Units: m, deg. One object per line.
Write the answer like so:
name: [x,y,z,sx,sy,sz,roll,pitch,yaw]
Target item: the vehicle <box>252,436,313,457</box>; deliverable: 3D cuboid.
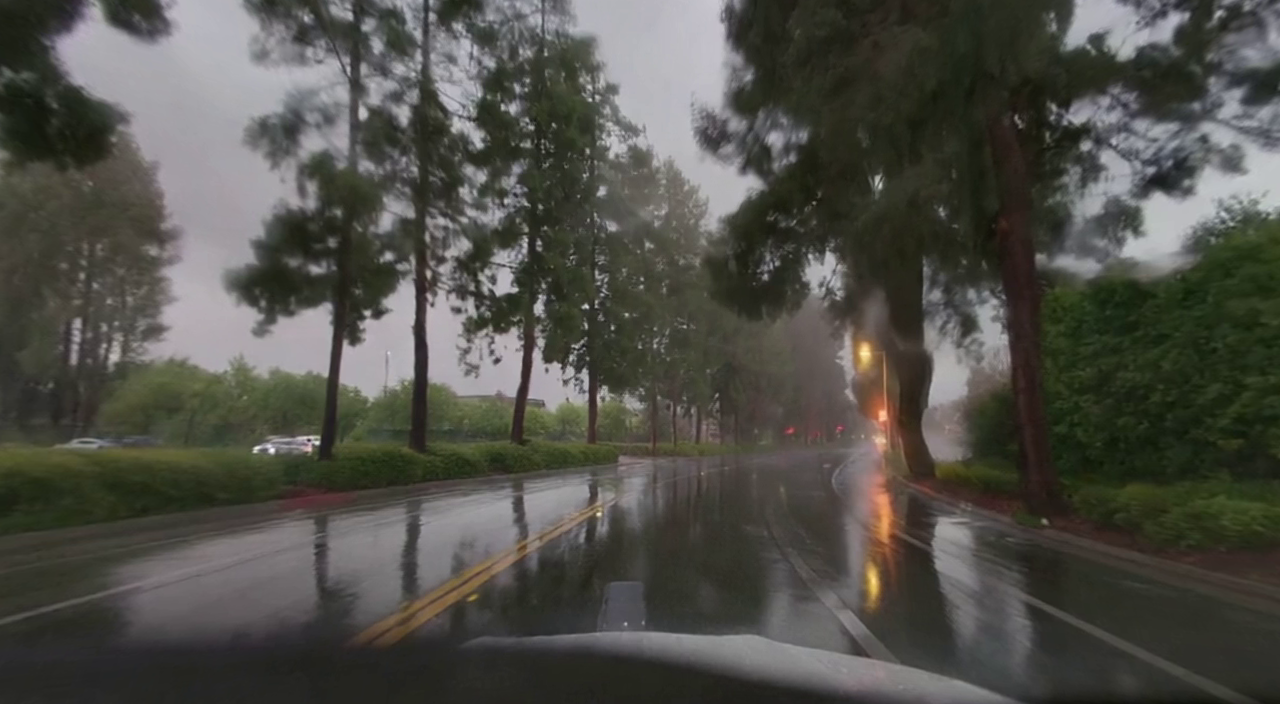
vehicle: [-25.879,6.902,45.734,1.680,1.413,3.616,-4,-10,16]
